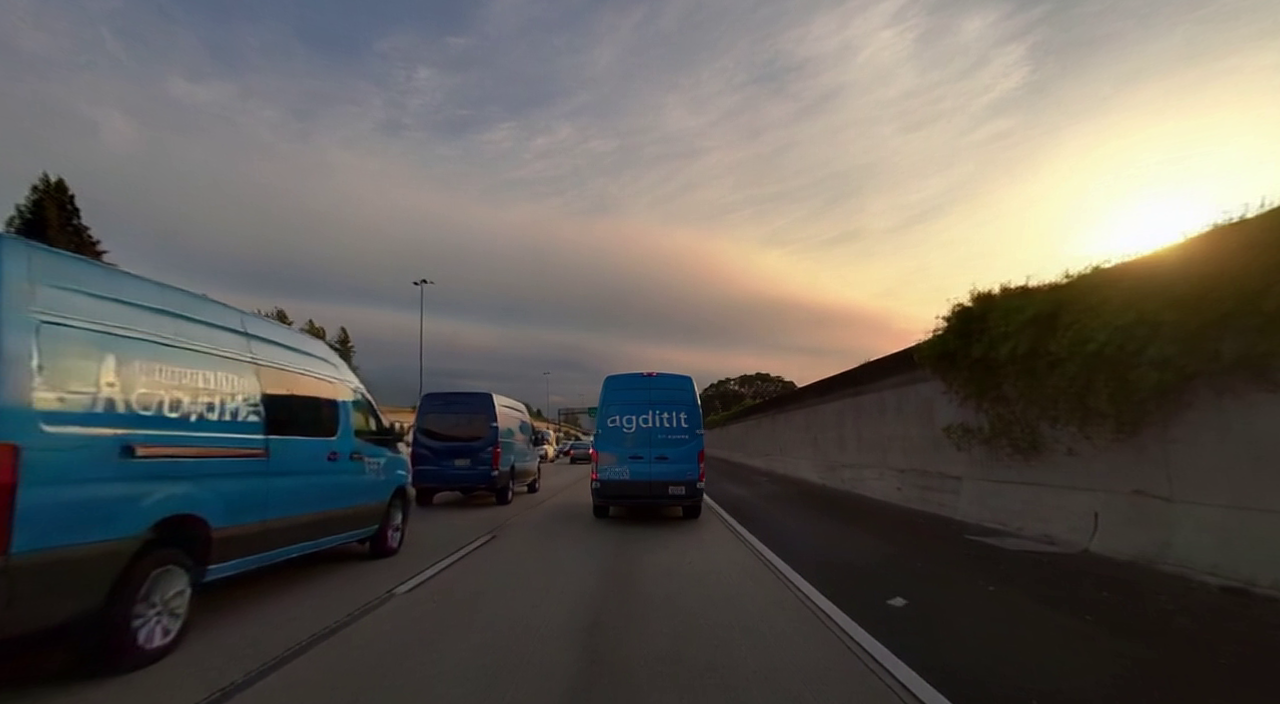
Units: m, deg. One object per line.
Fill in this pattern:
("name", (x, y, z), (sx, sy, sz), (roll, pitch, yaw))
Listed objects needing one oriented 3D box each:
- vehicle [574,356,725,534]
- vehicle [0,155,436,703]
("vehicle", (0.132, 1.895, 12.995), (2.316, 2.738, 6.398), (0, -9, 0))
("vehicle", (-3.757, 0.846, 4.843), (2.729, 2.439, 5.418), (1, -9, -3))
